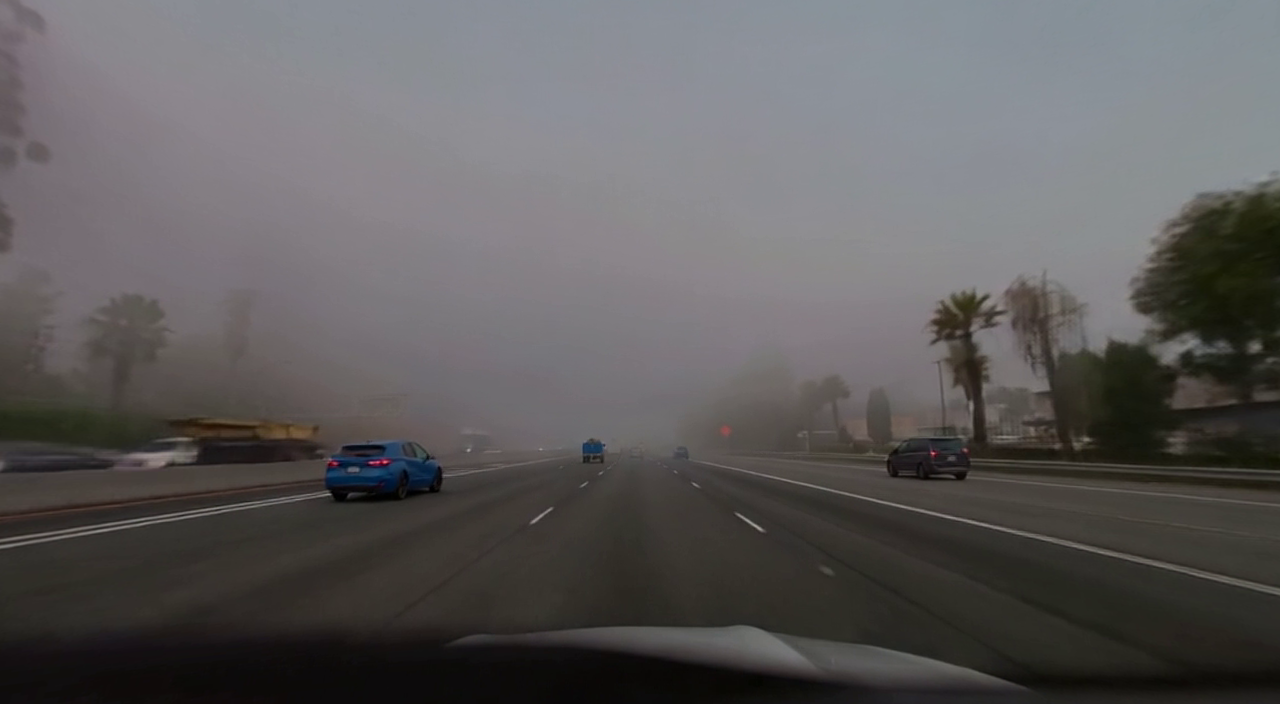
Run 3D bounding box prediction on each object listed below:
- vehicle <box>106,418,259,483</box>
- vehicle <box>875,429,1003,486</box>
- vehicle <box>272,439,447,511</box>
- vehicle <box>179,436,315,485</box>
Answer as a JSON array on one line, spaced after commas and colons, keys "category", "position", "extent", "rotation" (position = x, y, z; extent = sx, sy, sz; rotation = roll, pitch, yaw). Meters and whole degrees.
[{"category": "vehicle", "position": [-24.687, 5.400, 34.713], "extent": [2.883, 3.110, 7.219], "rotation": [0, -9, 0]}, {"category": "vehicle", "position": [10.338, 3.693, 22.315], "extent": [2.168, 1.792, 4.457], "rotation": [0, -9, -3]}, {"category": "vehicle", "position": [-6.622, 2.953, 15.717], "extent": [2.018, 1.480, 4.999], "rotation": [0, -9, 1]}, {"category": "vehicle", "position": [-14.832, 4.124, 24.269], "extent": [2.129, 1.694, 4.761], "rotation": [0, -9, 0]}]
